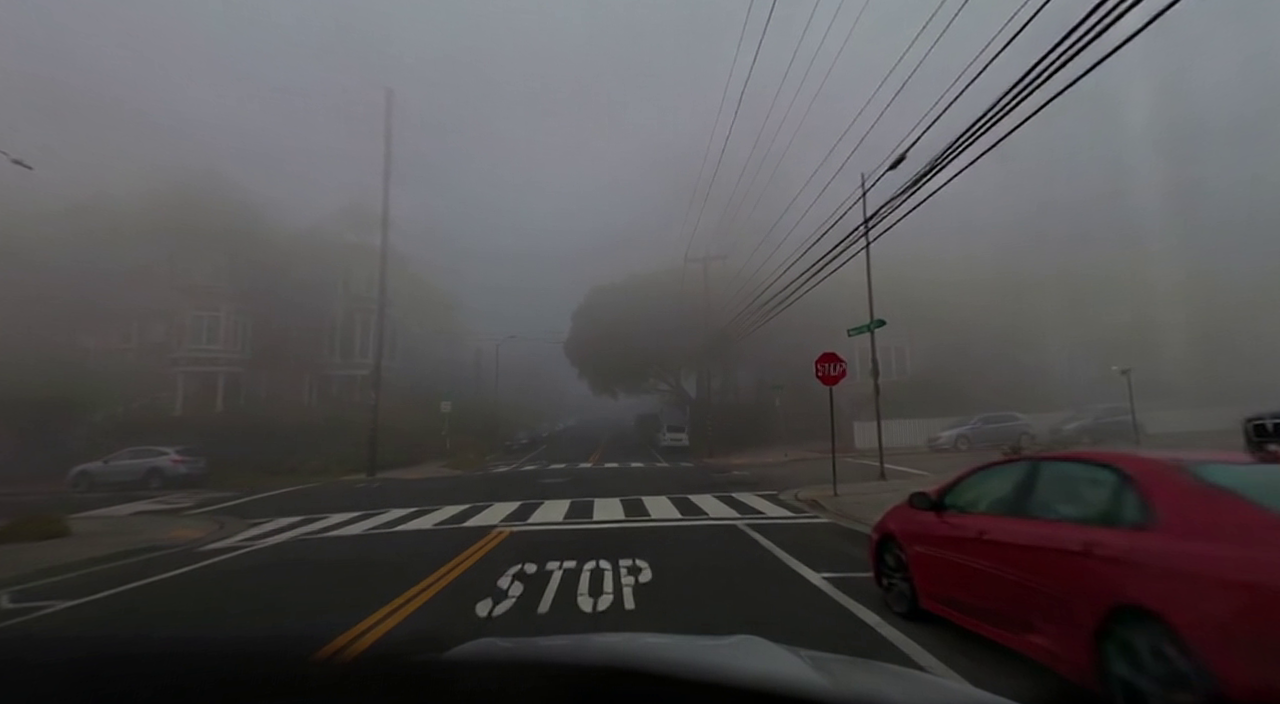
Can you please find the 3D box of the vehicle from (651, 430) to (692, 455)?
[{"bbox_3d":[1.929,5.783,40.175,2.120,1.487,4.360,0,-8,-4],"label":"vehicle"}]

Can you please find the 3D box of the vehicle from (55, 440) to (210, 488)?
[{"bbox_3d":[-19.612,4.323,24.626,4.181,1.742,1.945,1,-9,-10],"label":"vehicle"}]

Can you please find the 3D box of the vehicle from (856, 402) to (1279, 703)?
[{"bbox_3d":[3.048,1.064,3.150,2.038,1.473,4.842,0,-8,-3],"label":"vehicle"}]

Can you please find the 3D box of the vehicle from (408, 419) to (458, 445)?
[{"bbox_3d":[-14.129,5.564,43.402,1.992,1.678,4.658,0,-8,-2],"label":"vehicle"}]

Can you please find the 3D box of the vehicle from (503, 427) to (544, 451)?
[{"bbox_3d":[-8.117,6.152,44.389,2.065,1.553,4.636,0,-8,0],"label":"vehicle"}]
